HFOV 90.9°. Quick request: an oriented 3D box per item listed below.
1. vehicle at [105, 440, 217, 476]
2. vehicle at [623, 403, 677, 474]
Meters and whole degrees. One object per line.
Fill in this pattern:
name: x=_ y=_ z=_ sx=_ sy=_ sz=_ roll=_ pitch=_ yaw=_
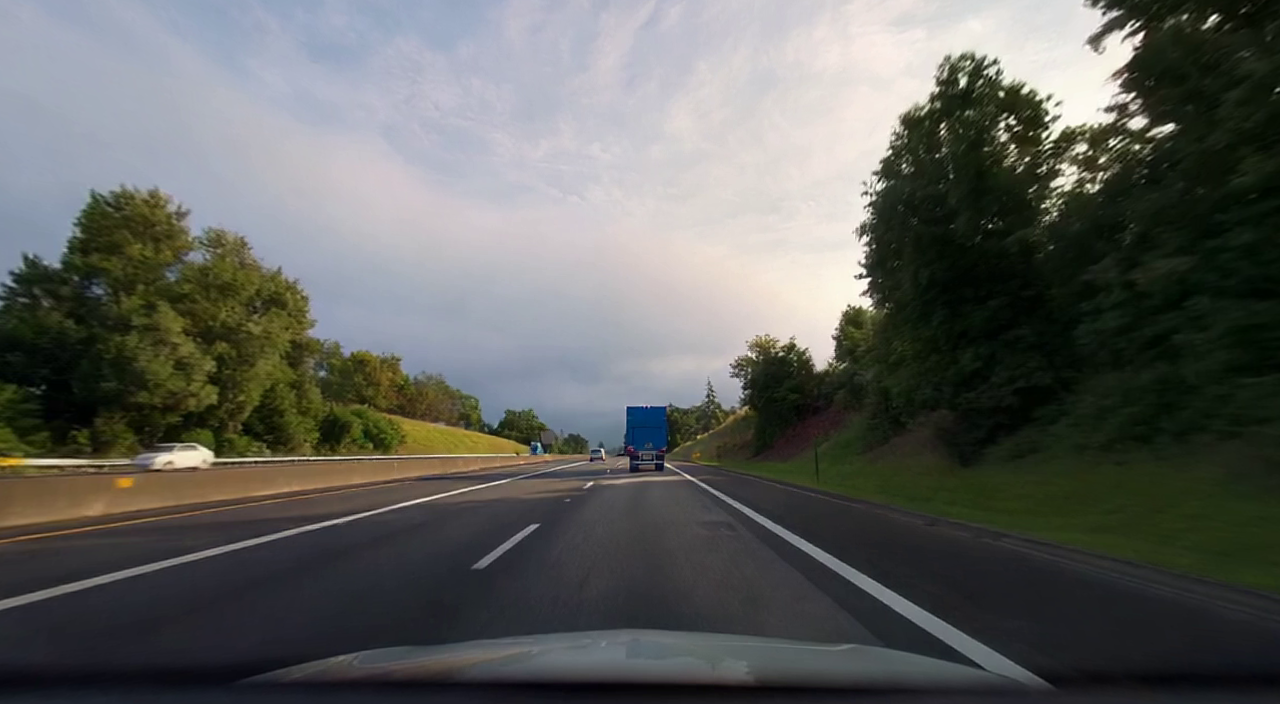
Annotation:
vehicle: x=-22.479 y=4.992 z=29.804 sx=1.855 sy=1.527 sz=4.365 roll=0 pitch=-9 yaw=0
vehicle: x=0.416 y=5.743 z=41.255 sx=3.055 sy=4.009 sz=10.972 roll=0 pitch=-9 yaw=-2
